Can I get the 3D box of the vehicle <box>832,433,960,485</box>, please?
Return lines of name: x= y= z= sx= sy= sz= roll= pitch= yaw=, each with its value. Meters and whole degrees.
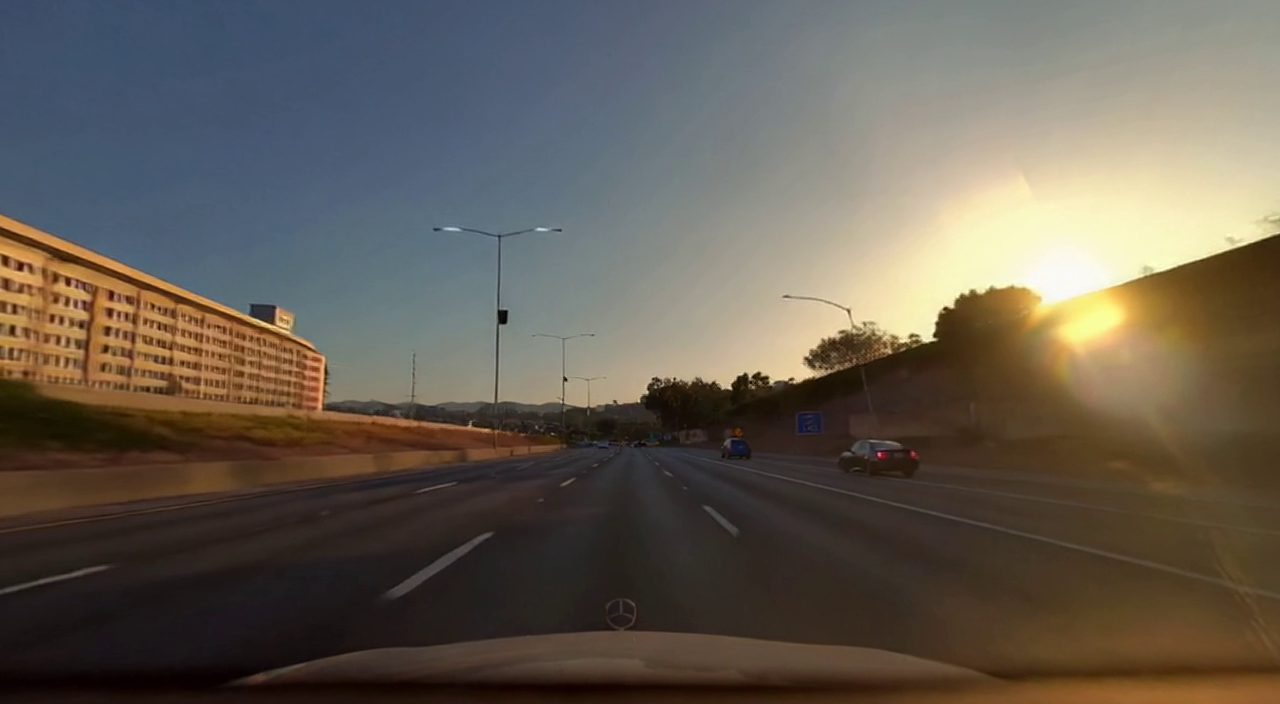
vehicle: x=8.909 y=3.756 z=22.610 sx=2.165 sy=1.636 sz=5.175 roll=0 pitch=-8 yaw=-3
